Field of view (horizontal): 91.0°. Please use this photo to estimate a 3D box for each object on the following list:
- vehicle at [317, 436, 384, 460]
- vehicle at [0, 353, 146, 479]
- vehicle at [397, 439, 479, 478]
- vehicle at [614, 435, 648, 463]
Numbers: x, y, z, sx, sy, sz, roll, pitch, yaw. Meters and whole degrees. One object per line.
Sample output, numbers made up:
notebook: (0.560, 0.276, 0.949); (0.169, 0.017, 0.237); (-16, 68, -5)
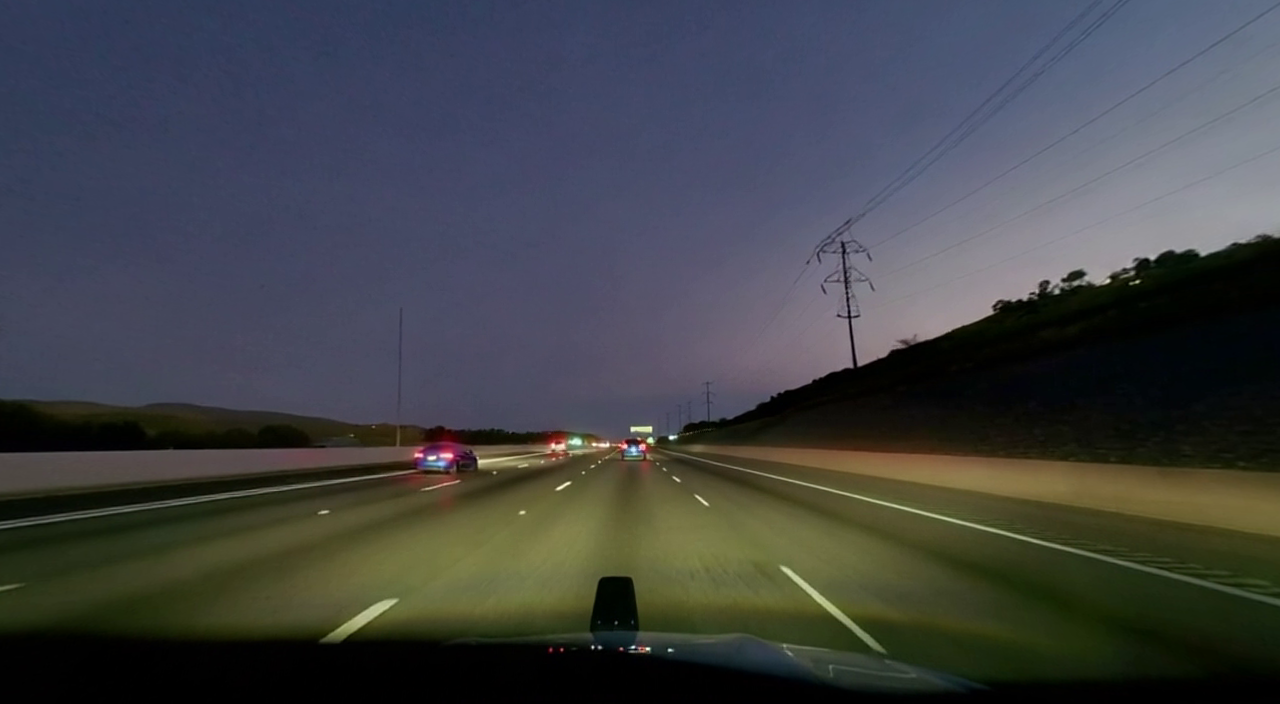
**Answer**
vehicle: (-16.972, 5.636, 37.089); (2.045, 1.312, 4.140); (0, -8, -1)
vehicle: (-21.506, 1.916, 19.065); (2.761, 3.920, 13.199); (0, -8, -2)
vehicle: (-8.112, 4.309, 25.776); (1.949, 1.428, 4.408); (0, -8, -1)
vehicle: (-0.602, 6.310, 40.934); (2.040, 1.715, 3.906); (0, -8, -1)
